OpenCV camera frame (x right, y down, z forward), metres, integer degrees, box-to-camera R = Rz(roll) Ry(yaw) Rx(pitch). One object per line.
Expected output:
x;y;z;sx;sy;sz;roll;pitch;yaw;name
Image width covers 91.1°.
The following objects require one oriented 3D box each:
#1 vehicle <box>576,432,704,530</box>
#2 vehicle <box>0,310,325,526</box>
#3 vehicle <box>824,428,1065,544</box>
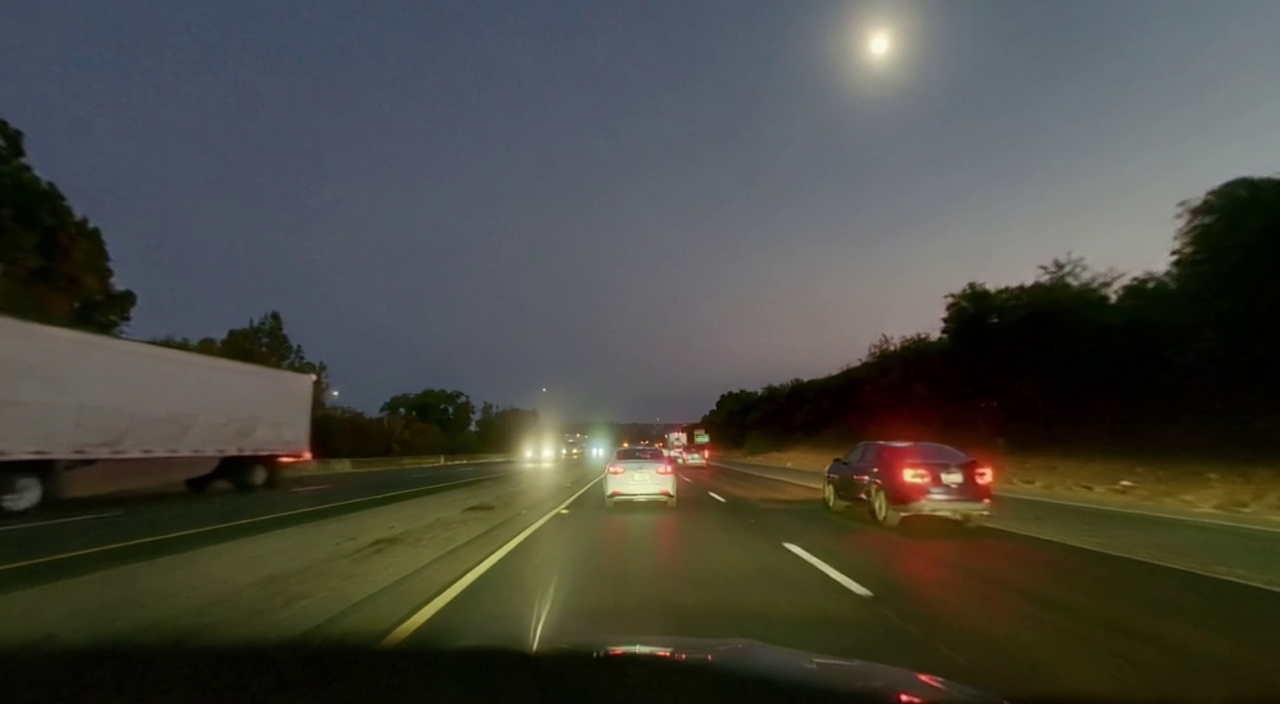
-0.042;2.403;12.246;2.088;1.580;3.657;0;-9;-1;vehicle
-13.764;2.068;17.208;2.868;4.125;14.298;0;-9;0;vehicle
4.672;2.098;10.466;1.931;1.516;3.995;0;-9;-1;vehicle
